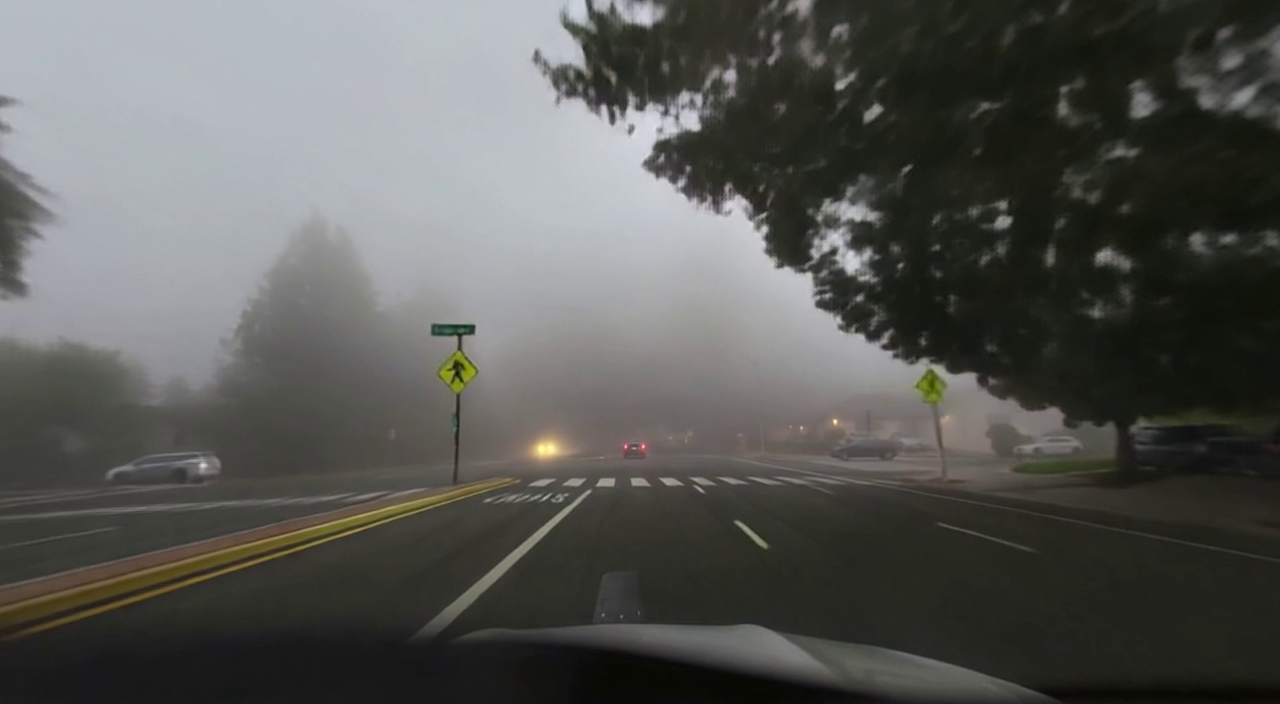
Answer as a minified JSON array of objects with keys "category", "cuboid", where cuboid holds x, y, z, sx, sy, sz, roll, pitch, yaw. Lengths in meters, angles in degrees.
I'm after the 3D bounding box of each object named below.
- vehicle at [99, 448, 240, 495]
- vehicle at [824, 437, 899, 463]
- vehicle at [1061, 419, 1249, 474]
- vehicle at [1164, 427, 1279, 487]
[{"category":"vehicle","cuboid":[-20.035,5.072,27.042,4.534,1.724,1.952,-3,-9,2]},{"category":"vehicle","cuboid":[15.342,6.800,43.864,4.696,1.651,2.218,-3,-9,20]},{"category":"vehicle","cuboid":[17.570,3.233,21.730,4.803,1.781,1.977,0,-8,-4]},{"category":"vehicle","cuboid":[16.611,2.645,16.022,4.762,1.415,1.980,-1,-8,3]}]
